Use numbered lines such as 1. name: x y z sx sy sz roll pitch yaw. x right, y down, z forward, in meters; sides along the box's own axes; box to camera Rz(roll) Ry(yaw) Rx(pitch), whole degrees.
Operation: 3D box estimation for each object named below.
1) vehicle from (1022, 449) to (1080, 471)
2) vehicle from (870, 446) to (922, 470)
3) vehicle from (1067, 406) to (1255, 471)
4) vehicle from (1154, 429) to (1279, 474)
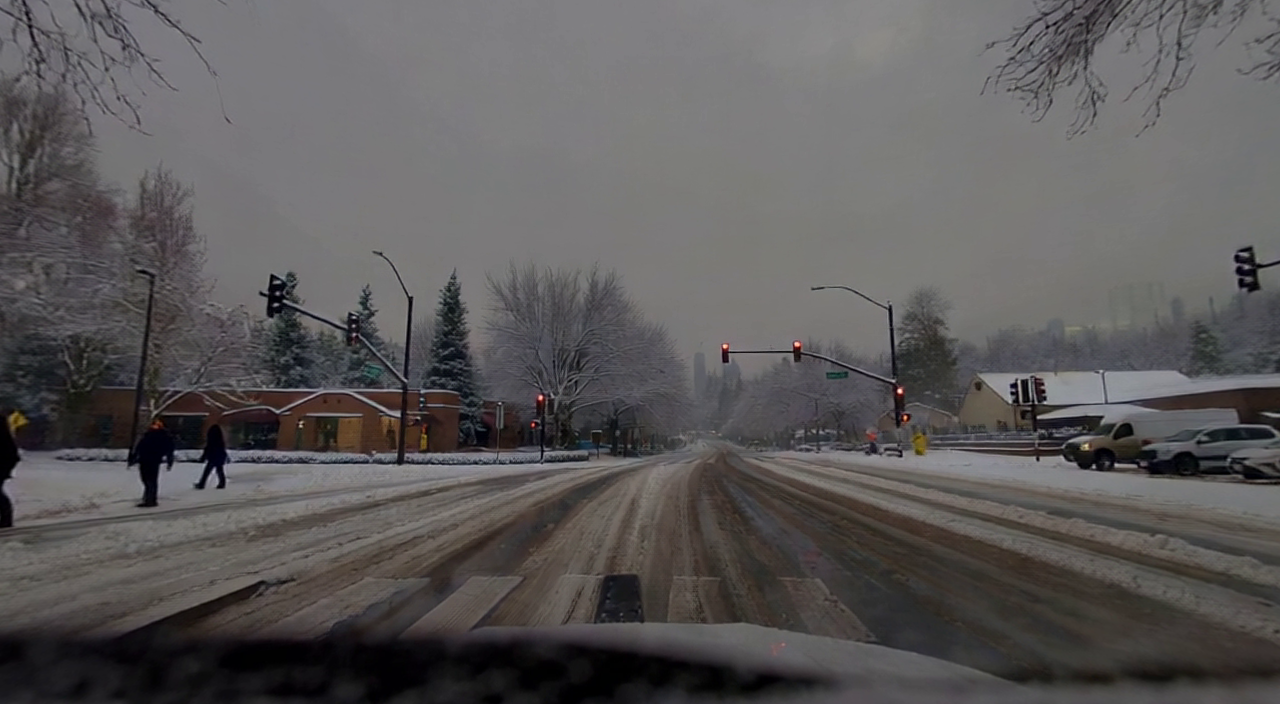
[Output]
1. vehicle: 27.698 7.267 42.692 1.589 1.405 3.633 -1 -9 4
2. vehicle: 17.518 7.245 43.497 1.789 1.557 4.293 0 -9 0
3. vehicle: 22.942 3.862 28.097 5.855 2.746 2.523 -1 -9 3
4. vehicle: 20.956 3.407 21.733 4.740 1.464 1.876 -1 -9 3
